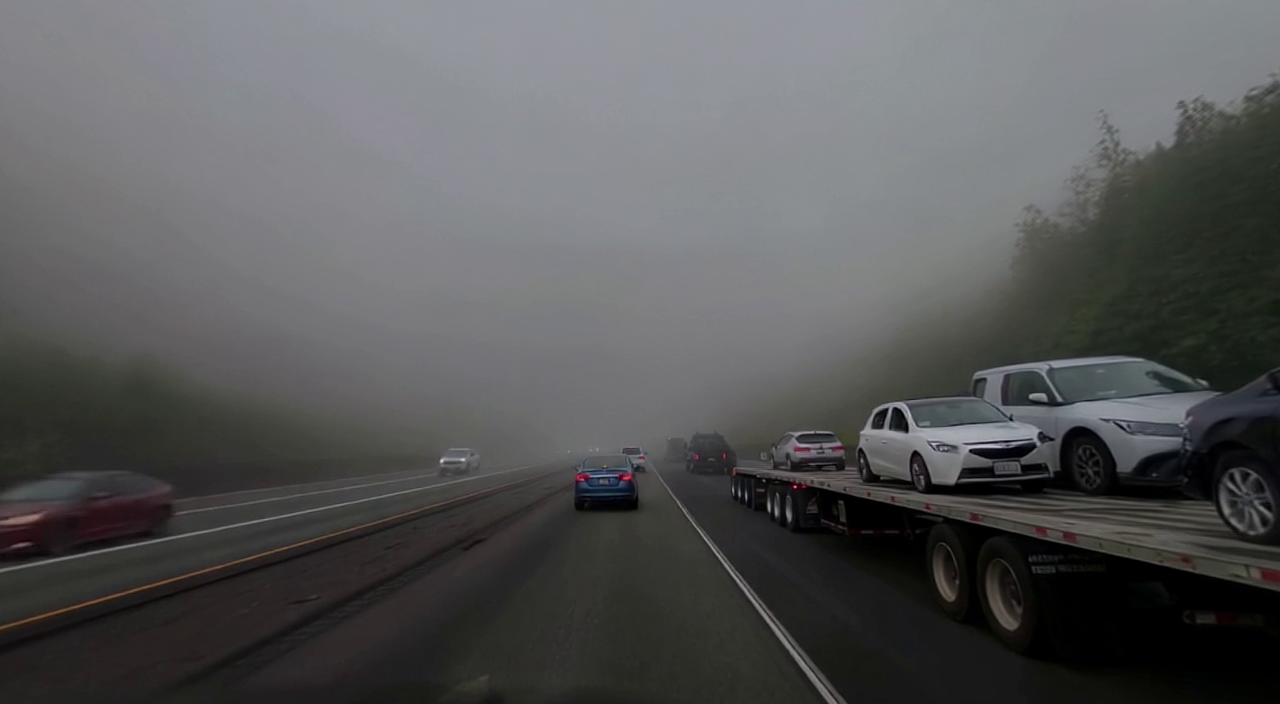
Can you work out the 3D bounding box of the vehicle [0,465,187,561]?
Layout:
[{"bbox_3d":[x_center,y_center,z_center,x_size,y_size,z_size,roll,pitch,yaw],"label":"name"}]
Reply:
[{"bbox_3d":[-11.341,3.007,12.338,2.089,1.482,3.770,0,-9,0],"label":"vehicle"}]

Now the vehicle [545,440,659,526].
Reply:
[{"bbox_3d":[-0.672,2.589,12.913,1.991,1.466,3.675,0,-9,0],"label":"vehicle"}]

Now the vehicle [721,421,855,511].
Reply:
[{"bbox_3d":[3.407,2.747,15.443,2.303,1.889,3.920,0,-9,0],"label":"vehicle"}]

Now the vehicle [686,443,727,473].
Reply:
[{"bbox_3d":[3.938,6.321,37.784,1.938,1.660,4.223,0,-9,0],"label":"vehicle"}]

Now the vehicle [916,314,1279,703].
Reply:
[{"bbox_3d":[3.472,0.894,3.352,1.959,1.783,4.407,0,-9,0],"label":"vehicle"}]
